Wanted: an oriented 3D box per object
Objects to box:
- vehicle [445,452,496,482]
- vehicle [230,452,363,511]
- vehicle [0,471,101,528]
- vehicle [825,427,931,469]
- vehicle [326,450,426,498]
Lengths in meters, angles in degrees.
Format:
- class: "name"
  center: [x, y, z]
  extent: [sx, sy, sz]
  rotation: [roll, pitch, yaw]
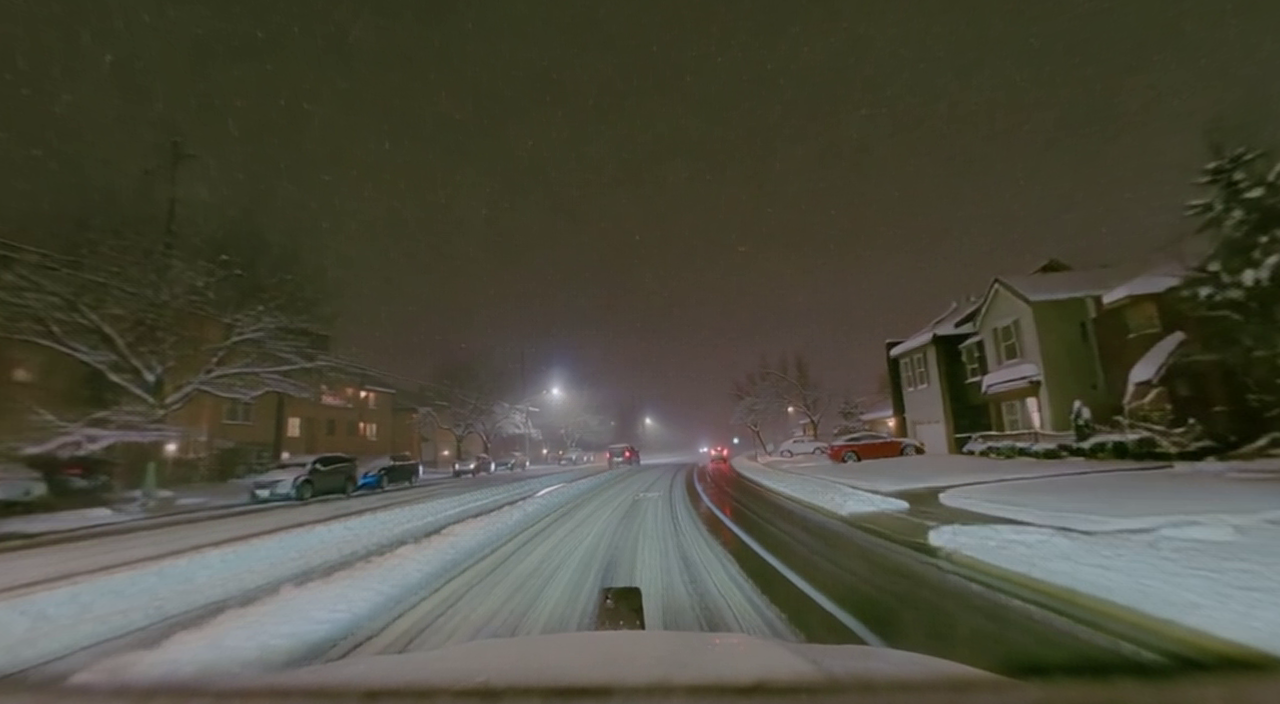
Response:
- class: "vehicle"
  center: [-12.024, 8.163, 45.094]
  extent: [2.009, 1.789, 4.449]
  rotation: [-5, -9, 6]
- class: "vehicle"
  center: [-13.637, 5.100, 25.577]
  extent: [2.157, 1.882, 5.479]
  rotation: [-5, -9, 3]
- class: "vehicle"
  center: [-18.416, 4.246, 18.245]
  extent: [1.872, 1.396, 4.150]
  rotation: [-1, -8, 3]
- class: "vehicle"
  center: [11.694, 4.762, 31.299]
  extent: [4.383, 1.602, 1.920]
  rotation: [-5, -9, 2]
- class: "vehicle"
  center: [-13.189, 6.096, 32.075]
  extent: [2.114, 1.931, 5.936]
  rotation: [-7, -9, 4]
